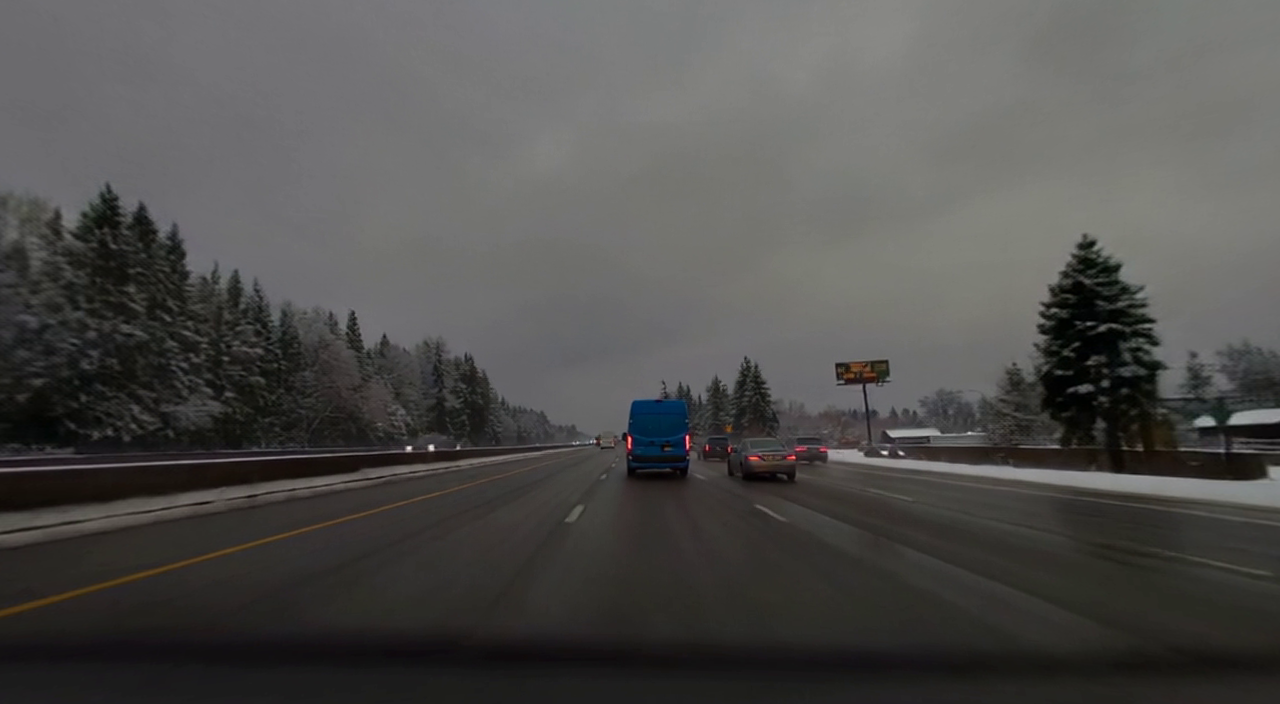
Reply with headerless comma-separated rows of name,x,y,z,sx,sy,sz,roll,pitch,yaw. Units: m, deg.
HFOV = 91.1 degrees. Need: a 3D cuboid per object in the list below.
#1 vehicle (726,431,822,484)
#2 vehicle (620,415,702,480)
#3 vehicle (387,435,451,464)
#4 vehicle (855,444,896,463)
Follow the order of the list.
vehicle,4.125,3.311,20.063,2.099,1.510,3.784,0,-8,-2
vehicle,0.589,3.476,23.067,2.546,2.087,5.404,0,-8,-3
vehicle,-13.231,5.865,37.910,2.055,1.604,4.852,0,-8,0
vehicle,17.541,7.558,46.942,1.670,1.402,3.595,0,-8,-1
